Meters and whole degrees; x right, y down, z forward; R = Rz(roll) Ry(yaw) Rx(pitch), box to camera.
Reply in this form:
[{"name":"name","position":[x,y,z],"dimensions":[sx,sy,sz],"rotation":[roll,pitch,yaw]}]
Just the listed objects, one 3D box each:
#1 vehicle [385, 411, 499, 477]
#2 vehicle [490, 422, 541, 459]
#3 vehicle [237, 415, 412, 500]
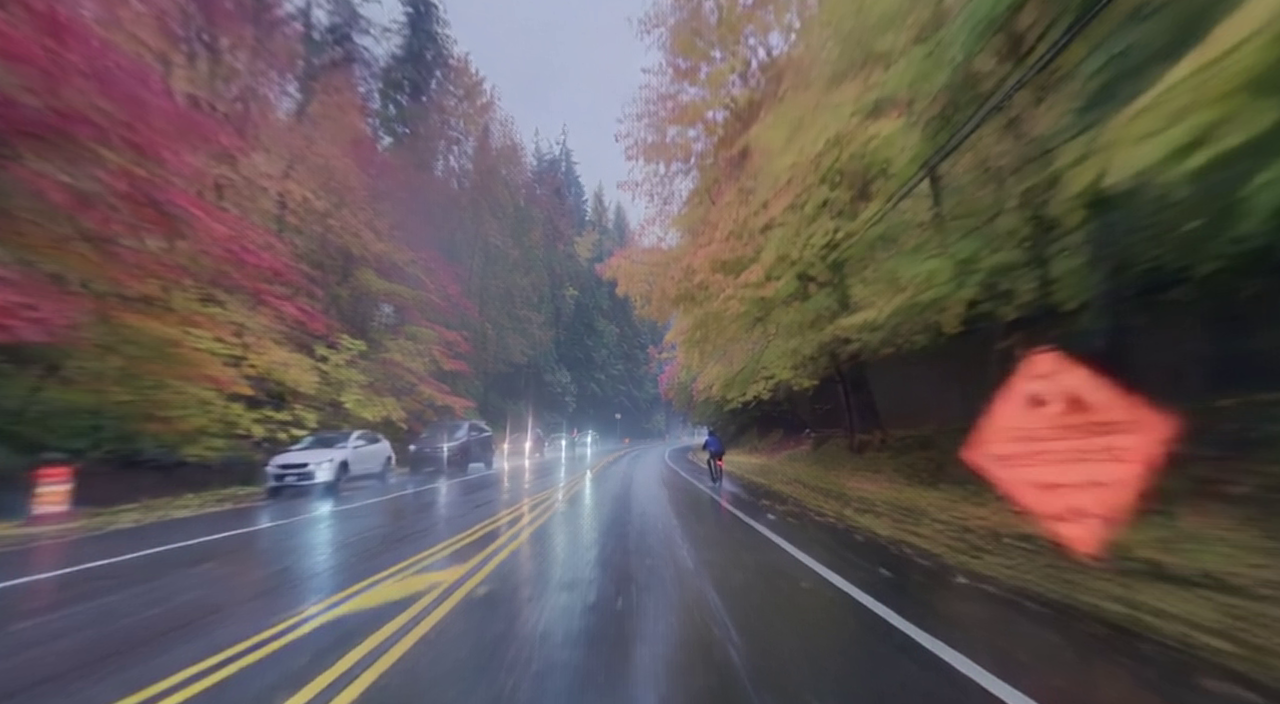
[{"name":"vehicle","position":[-7.273,3.488,23.964],"dimensions":[2.312,2.075,5.748],"rotation":[-3,-9,2]},{"name":"vehicle","position":[-7.288,5.277,37.484],"dimensions":[1.955,1.908,4.680],"rotation":[-5,-9,0]},{"name":"vehicle","position":[-7.739,2.617,16.119],"dimensions":[1.991,1.759,4.443],"rotation":[-3,-8,4]}]
